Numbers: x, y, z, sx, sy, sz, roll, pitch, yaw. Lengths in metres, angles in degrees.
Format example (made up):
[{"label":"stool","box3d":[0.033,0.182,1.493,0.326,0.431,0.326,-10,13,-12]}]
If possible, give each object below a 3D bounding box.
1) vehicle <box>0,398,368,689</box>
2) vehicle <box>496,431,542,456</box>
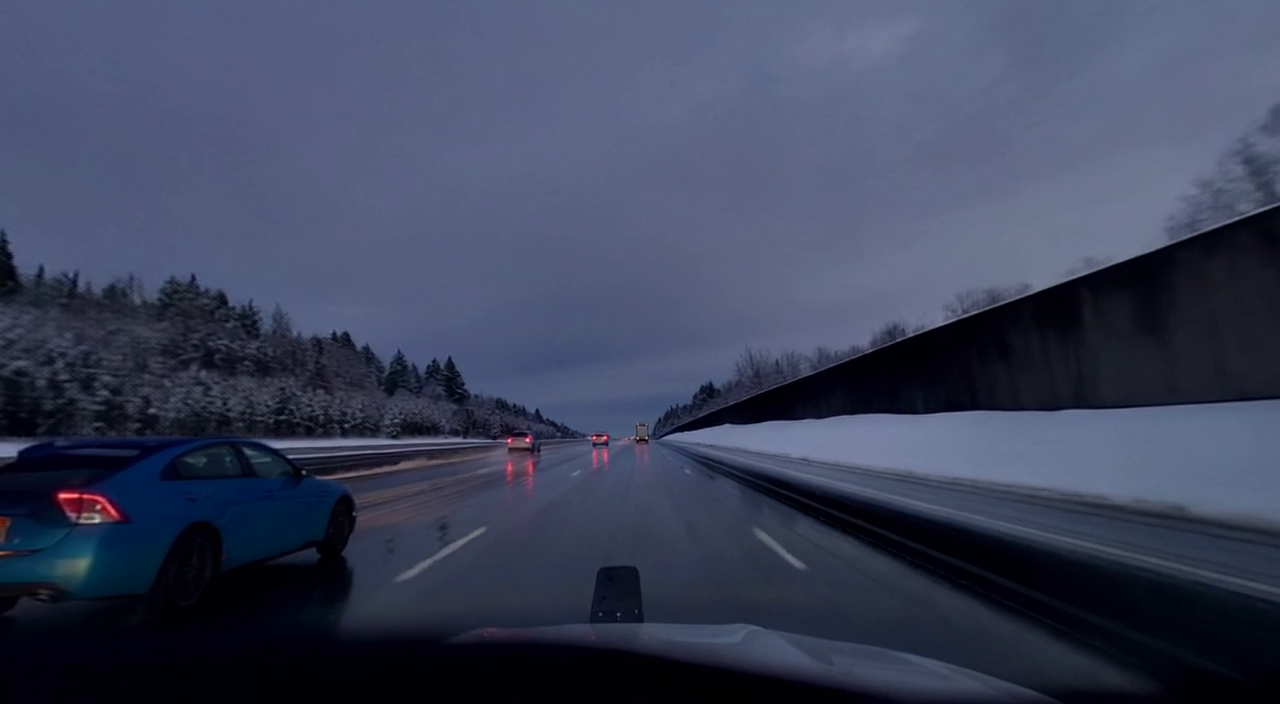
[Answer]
[{"label":"vehicle","box3d":[-4.219,1.255,5.278,2.079,1.500,3.881,0,-8,1]},{"label":"vehicle","box3d":[-8.004,6.107,42.093,2.053,1.582,4.878,0,-8,1]}]
